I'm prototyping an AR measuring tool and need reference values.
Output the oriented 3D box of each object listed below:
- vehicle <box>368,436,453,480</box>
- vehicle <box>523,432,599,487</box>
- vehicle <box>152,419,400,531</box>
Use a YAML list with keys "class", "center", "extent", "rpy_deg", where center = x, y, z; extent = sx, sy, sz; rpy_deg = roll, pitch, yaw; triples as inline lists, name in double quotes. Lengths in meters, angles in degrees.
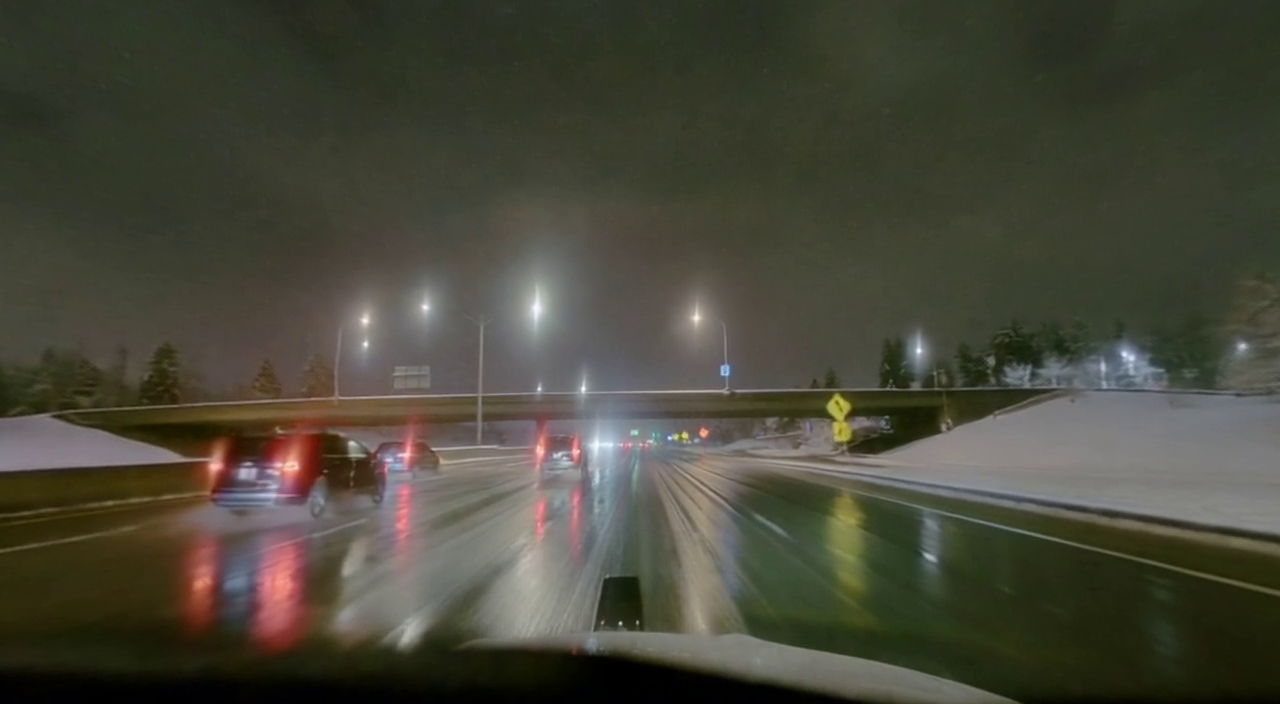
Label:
- class: "vehicle"
  center: [-10.030, 4.673, 28.064]
  extent: [1.969, 1.759, 4.758]
  rpy_deg: [0, -8, 0]
- class: "vehicle"
  center: [-2.608, 3.687, 21.990]
  extent: [2.027, 1.697, 4.307]
  rpy_deg: [0, -8, 1]
- class: "vehicle"
  center: [-6.761, 2.322, 12.570]
  extent: [2.015, 1.762, 4.790]
  rpy_deg: [0, -8, 1]
